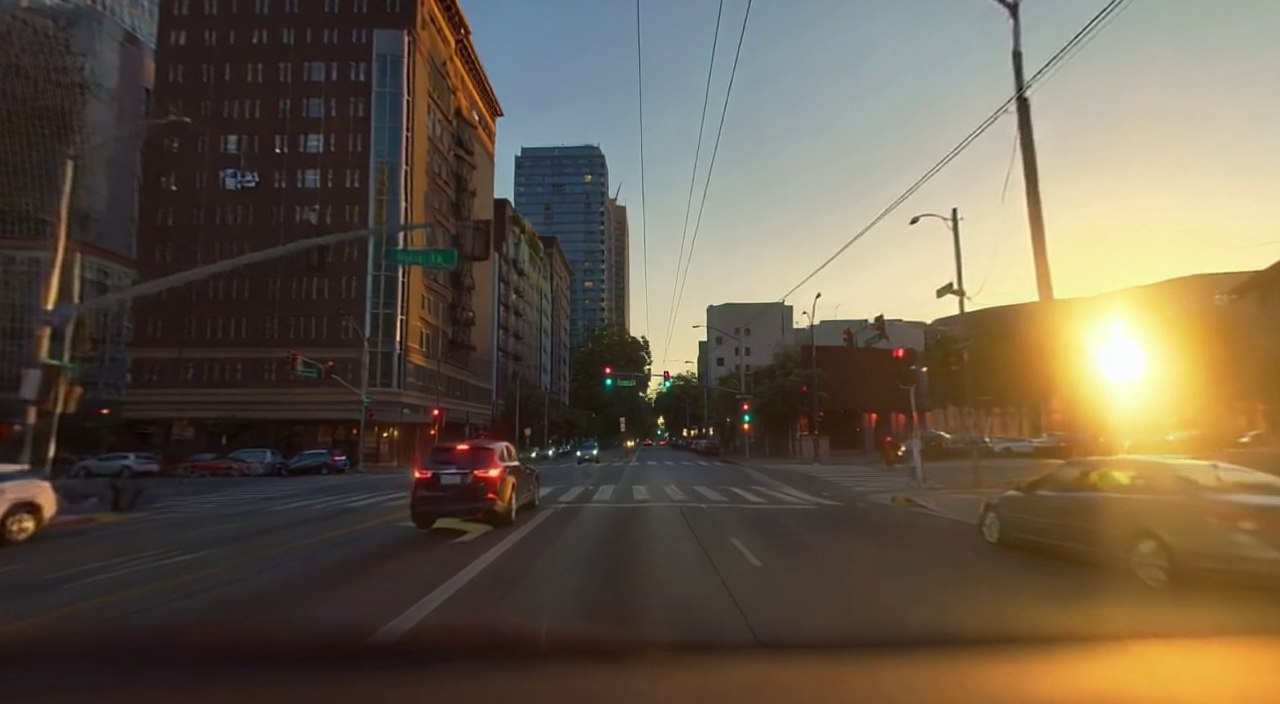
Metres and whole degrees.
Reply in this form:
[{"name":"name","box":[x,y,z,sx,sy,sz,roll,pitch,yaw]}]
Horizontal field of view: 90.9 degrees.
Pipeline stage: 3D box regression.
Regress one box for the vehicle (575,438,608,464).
[{"name":"vehicle","box":[-3.762,7.803,49.730,2.176,1.804,4.740,-3,-9,0]}]

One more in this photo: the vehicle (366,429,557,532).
[{"name":"vehicle","box":[-2.915,2.217,11.586,2.014,1.480,4.780,0,-8,1]}]

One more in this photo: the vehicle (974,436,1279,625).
[{"name":"vehicle","box":[5.890,1.675,6.808,1.929,1.464,4.494,0,-8,-3]}]

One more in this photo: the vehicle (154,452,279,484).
[{"name":"vehicle","box":[-21.590,5.934,32.310,4.791,1.506,2.244,0,-8,0]}]

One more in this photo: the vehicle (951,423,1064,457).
[{"name":"vehicle","box":[20.328,4.916,35.011,4.827,1.817,2.190,0,-8,0]}]

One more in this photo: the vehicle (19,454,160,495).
[{"name":"vehicle","box":[-25.113,5.589,28.866,4.599,1.429,2.031,-4,-7,0]}]

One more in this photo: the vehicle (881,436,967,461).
[{"name":"vehicle","box":[17.377,5.911,38.722,4.293,1.495,1.935,0,-8,-1]}]

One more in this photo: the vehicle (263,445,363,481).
[{"name":"vehicle","box":[-21.403,7.271,41.471,5.283,1.959,2.453,-3,-7,-1]}]
